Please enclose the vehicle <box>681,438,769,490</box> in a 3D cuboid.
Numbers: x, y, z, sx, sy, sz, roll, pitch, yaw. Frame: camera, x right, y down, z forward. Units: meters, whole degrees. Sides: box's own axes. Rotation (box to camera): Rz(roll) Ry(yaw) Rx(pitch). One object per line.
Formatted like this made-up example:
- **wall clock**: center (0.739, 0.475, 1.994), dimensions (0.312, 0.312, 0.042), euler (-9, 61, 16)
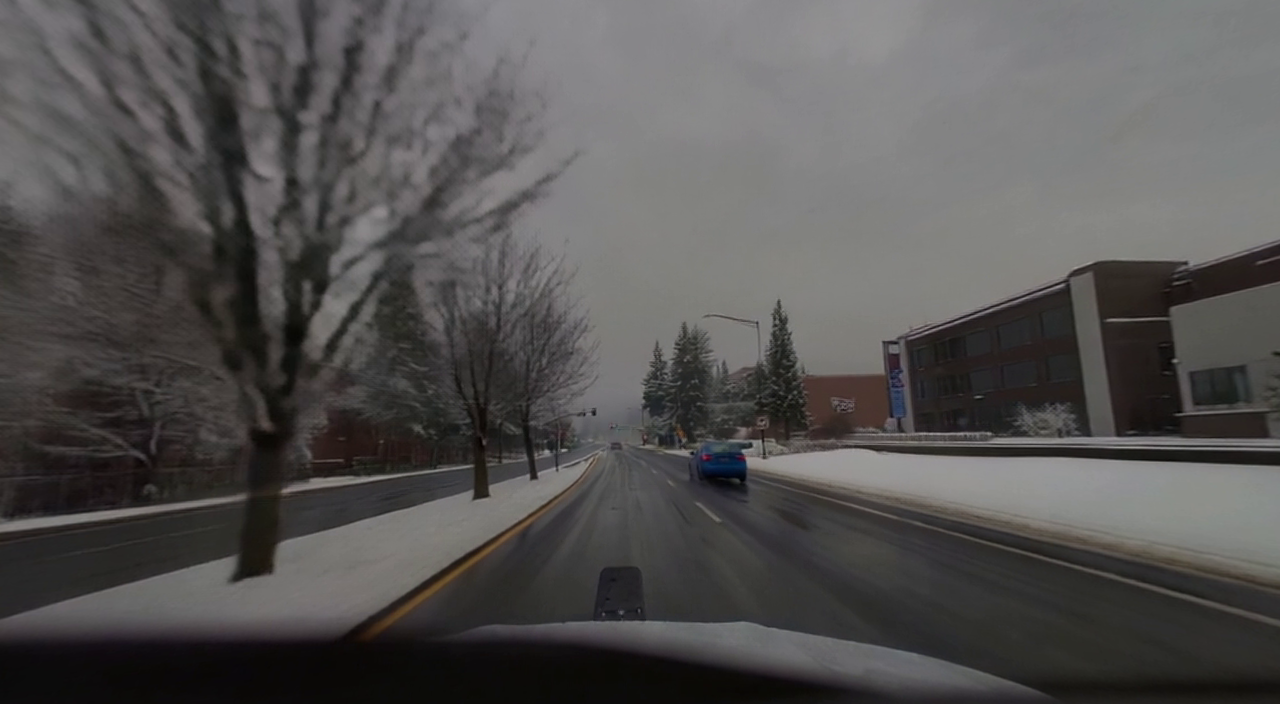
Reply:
- **vehicle**: center (2.655, 3.652, 20.948), dimensions (2.114, 1.493, 4.430), euler (0, -9, -2)
